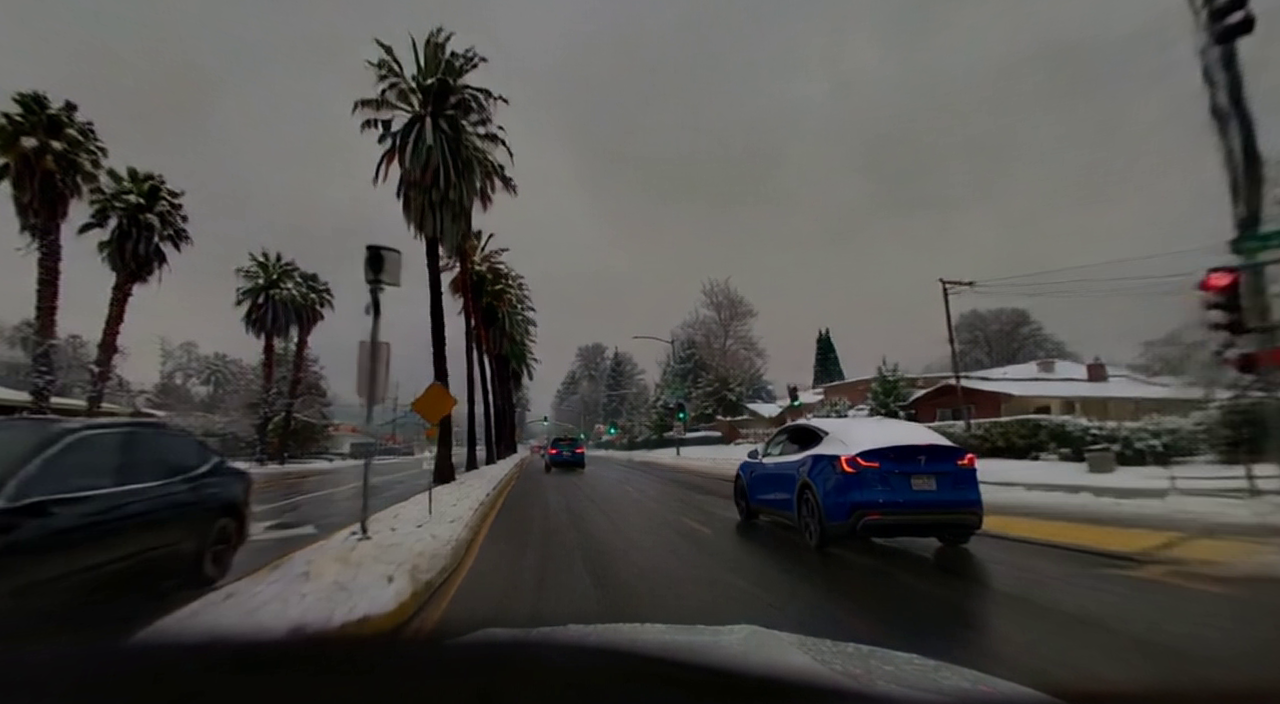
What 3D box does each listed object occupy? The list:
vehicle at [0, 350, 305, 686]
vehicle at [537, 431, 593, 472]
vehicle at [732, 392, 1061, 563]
[{"bbox_3d":[-5.014,1.203,5.159,2.283,1.878,5.384,1,-9,-9],"label":"vehicle"},{"bbox_3d":[-3.539,4.597,29.256,2.341,1.709,4.466,1,-9,-10],"label":"vehicle"},{"bbox_3d":[3.178,1.726,9.431,2.205,1.803,5.135,0,-9,-7],"label":"vehicle"}]
